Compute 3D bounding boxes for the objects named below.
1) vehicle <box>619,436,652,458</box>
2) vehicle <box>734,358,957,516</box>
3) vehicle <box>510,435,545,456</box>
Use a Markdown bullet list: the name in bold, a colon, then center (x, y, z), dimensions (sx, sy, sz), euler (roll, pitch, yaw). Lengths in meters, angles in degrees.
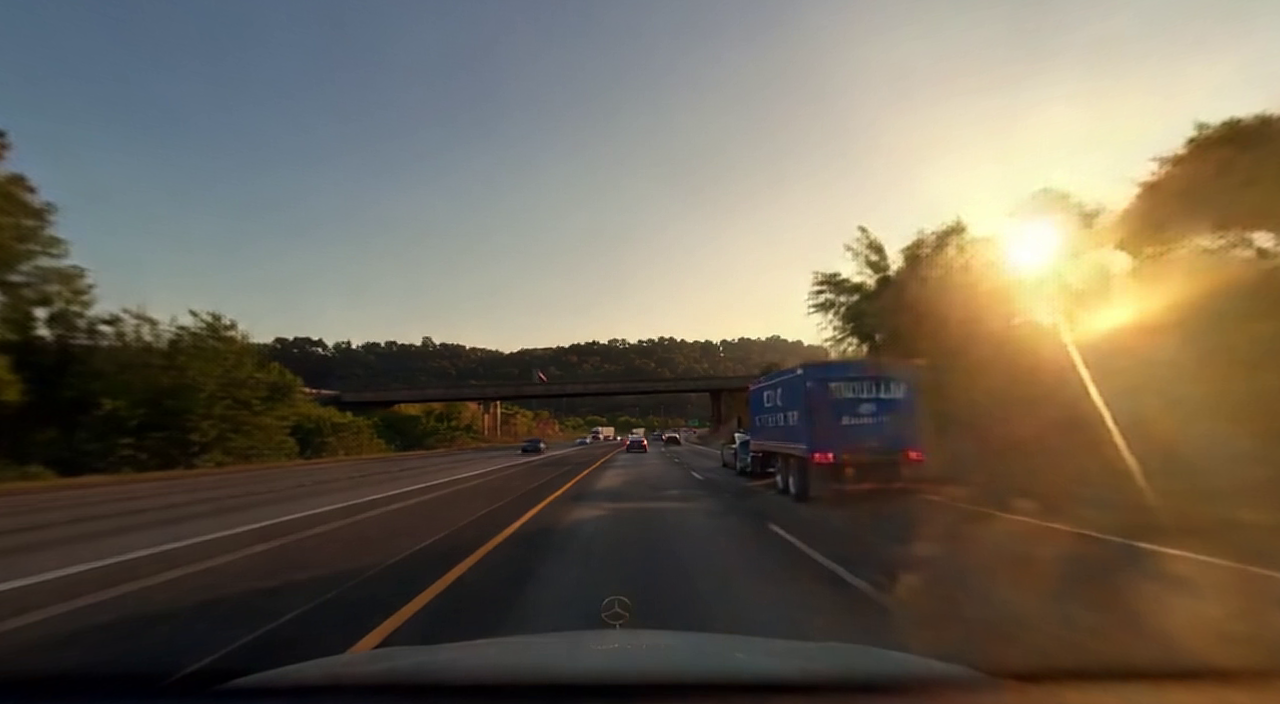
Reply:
- **vehicle**: center (-0.288, 5.991, 40.067), dimensions (1.996, 1.325, 4.029), euler (0, -7, 0)
- **vehicle**: center (4.078, 1.904, 14.326), dimensions (2.715, 2.746, 6.550), euler (0, -7, -1)
- **vehicle**: center (-8.627, 7.197, 48.754), dimensions (1.973, 1.519, 4.176), euler (0, -7, 0)
